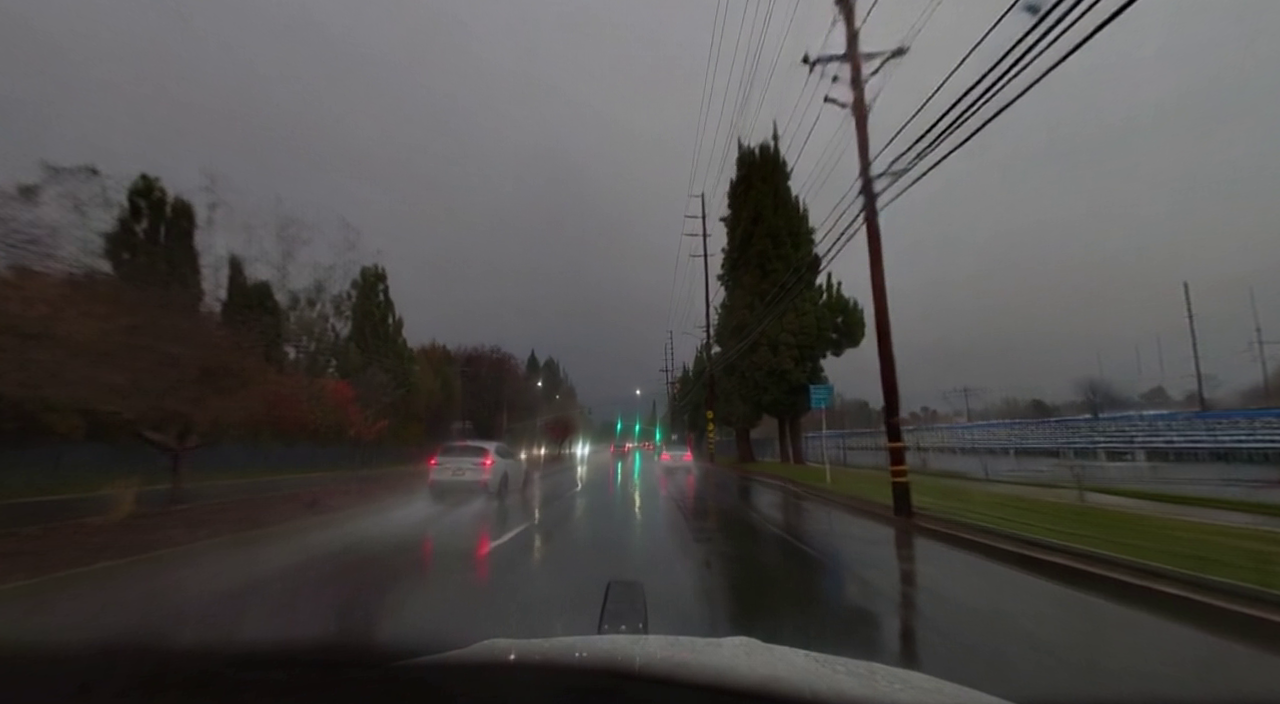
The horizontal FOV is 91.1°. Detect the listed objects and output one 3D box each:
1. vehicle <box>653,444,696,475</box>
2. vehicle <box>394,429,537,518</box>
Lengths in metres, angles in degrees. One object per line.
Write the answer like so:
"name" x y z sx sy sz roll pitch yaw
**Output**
"vehicle" 1.709 5.517 32.524 2.059 1.486 3.980 0 -8 1
"vehicle" -3.754 2.681 14.426 1.950 1.692 4.397 0 -8 1
